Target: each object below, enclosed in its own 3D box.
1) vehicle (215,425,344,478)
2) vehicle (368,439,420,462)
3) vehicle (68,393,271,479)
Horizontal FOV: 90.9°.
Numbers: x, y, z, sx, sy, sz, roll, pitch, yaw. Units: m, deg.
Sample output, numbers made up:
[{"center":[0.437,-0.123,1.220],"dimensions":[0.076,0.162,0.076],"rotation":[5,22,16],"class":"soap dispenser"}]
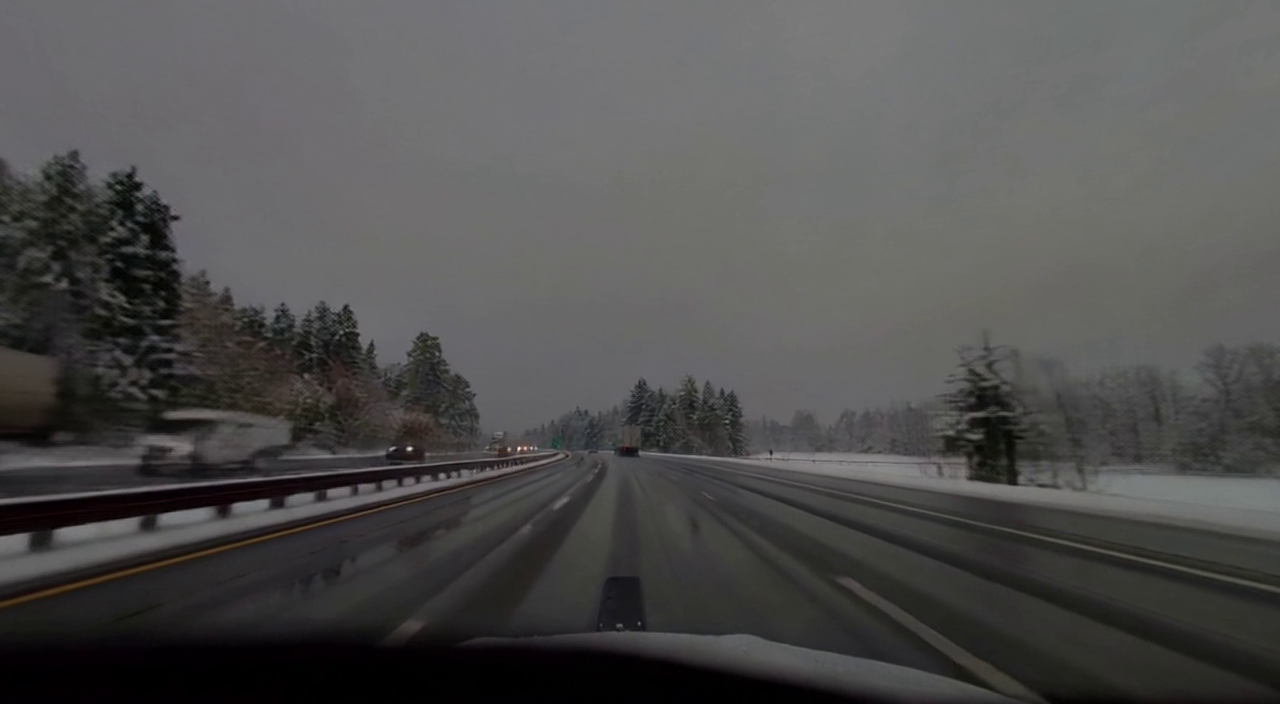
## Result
[{"center":[-12.121,3.389,21.560],"dimensions":[2.012,1.641,4.081],"rotation":[0,-9,-1],"class":"vehicle"},{"center":[-17.257,6.950,44.476],"dimensions":[2.046,1.473,4.380],"rotation":[0,-9,-2],"class":"vehicle"},{"center":[-16.247,3.042,22.478],"dimensions":[2.459,2.630,6.223],"rotation":[0,-9,-1],"class":"vehicle"}]
